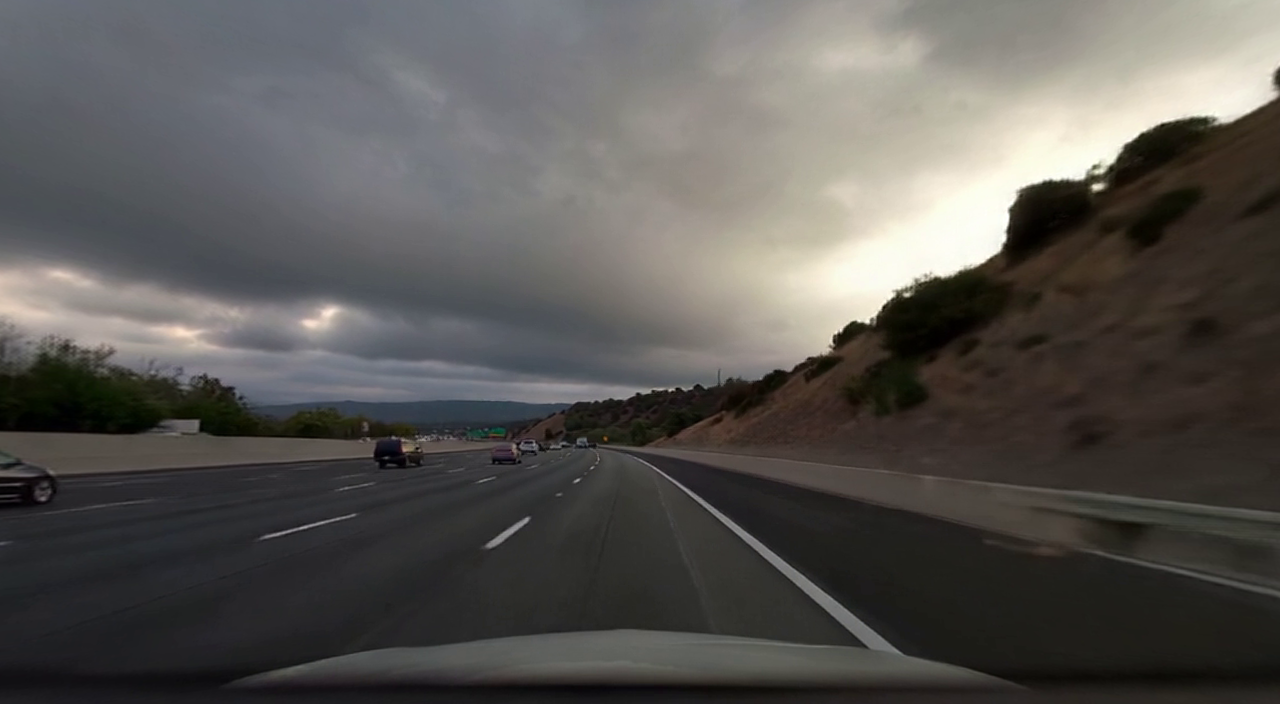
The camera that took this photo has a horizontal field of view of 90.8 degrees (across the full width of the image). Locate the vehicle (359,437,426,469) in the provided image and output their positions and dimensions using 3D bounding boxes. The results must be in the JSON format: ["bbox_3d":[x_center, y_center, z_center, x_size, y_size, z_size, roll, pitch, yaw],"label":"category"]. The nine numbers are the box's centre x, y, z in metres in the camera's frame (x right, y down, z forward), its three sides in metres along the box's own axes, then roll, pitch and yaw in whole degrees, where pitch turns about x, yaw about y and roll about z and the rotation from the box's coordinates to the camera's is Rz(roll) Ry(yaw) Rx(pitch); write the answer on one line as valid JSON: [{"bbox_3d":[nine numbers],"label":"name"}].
[{"bbox_3d":[-15.852,6.500,40.820,2.240,1.953,5.452,0,-9,-2],"label":"vehicle"}]

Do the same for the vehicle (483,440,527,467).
[{"bbox_3d":[-9.056,6.815,42.587,2.104,1.715,4.319,0,-9,-2],"label":"vehicle"}]
